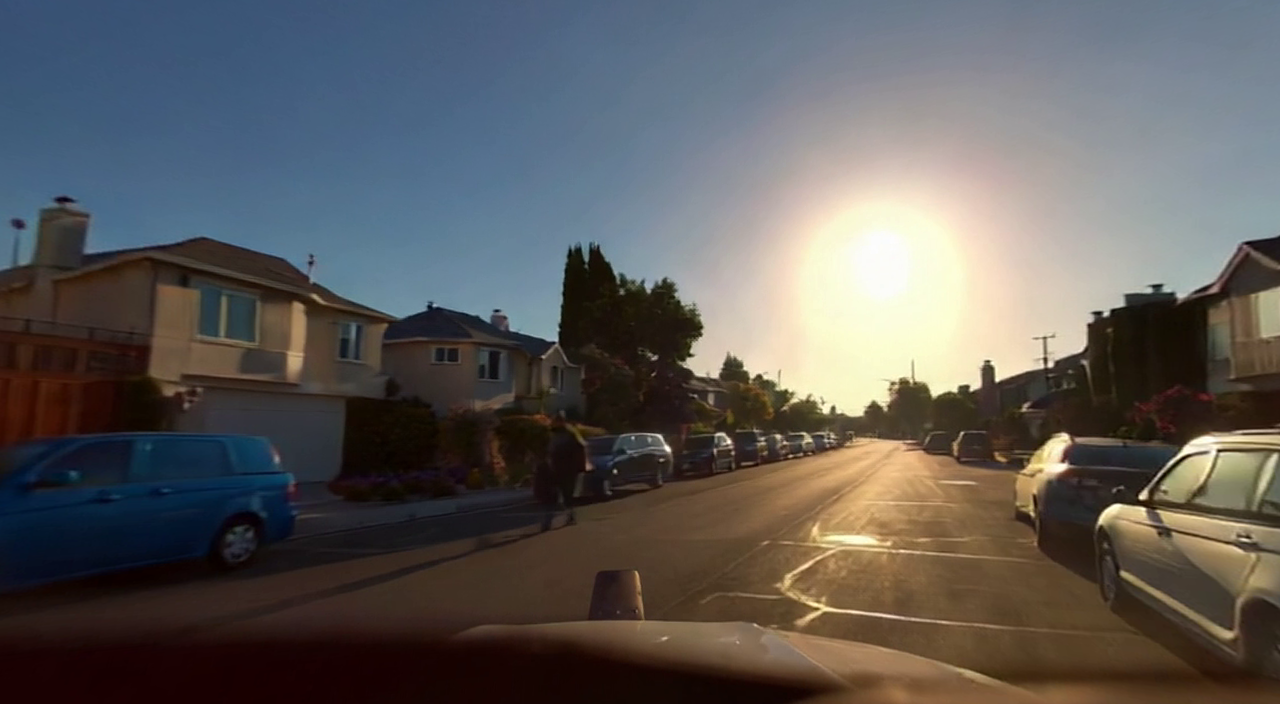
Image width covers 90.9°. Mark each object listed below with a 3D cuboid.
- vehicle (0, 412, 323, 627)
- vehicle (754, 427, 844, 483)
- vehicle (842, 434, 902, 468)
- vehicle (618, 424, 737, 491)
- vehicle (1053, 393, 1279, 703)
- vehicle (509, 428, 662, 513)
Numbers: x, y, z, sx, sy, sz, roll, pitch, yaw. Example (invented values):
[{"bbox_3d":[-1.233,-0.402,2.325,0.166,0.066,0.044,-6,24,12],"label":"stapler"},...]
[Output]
[{"bbox_3d":[-5.010,1.302,5.572,1.798,1.507,3.513,-2,-7,23],"label":"vehicle"},{"bbox_3d":[5.501,3.410,21.363,1.959,1.670,4.255,-4,-9,27],"label":"vehicle"},{"bbox_3d":[11.120,4.661,30.012,1.889,1.505,3.849,-5,-9,31],"label":"vehicle"},{"bbox_3d":[1.266,3.101,19.051,1.872,1.670,4.428,-8,-9,26],"label":"vehicle"},{"bbox_3d":[3.827,1.024,3.173,2.008,1.507,4.226,-3,-8,21],"label":"vehicle"},{"bbox_3d":[-1.047,2.512,14.037,1.828,1.488,3.785,-4,-6,22],"label":"vehicle"}]
